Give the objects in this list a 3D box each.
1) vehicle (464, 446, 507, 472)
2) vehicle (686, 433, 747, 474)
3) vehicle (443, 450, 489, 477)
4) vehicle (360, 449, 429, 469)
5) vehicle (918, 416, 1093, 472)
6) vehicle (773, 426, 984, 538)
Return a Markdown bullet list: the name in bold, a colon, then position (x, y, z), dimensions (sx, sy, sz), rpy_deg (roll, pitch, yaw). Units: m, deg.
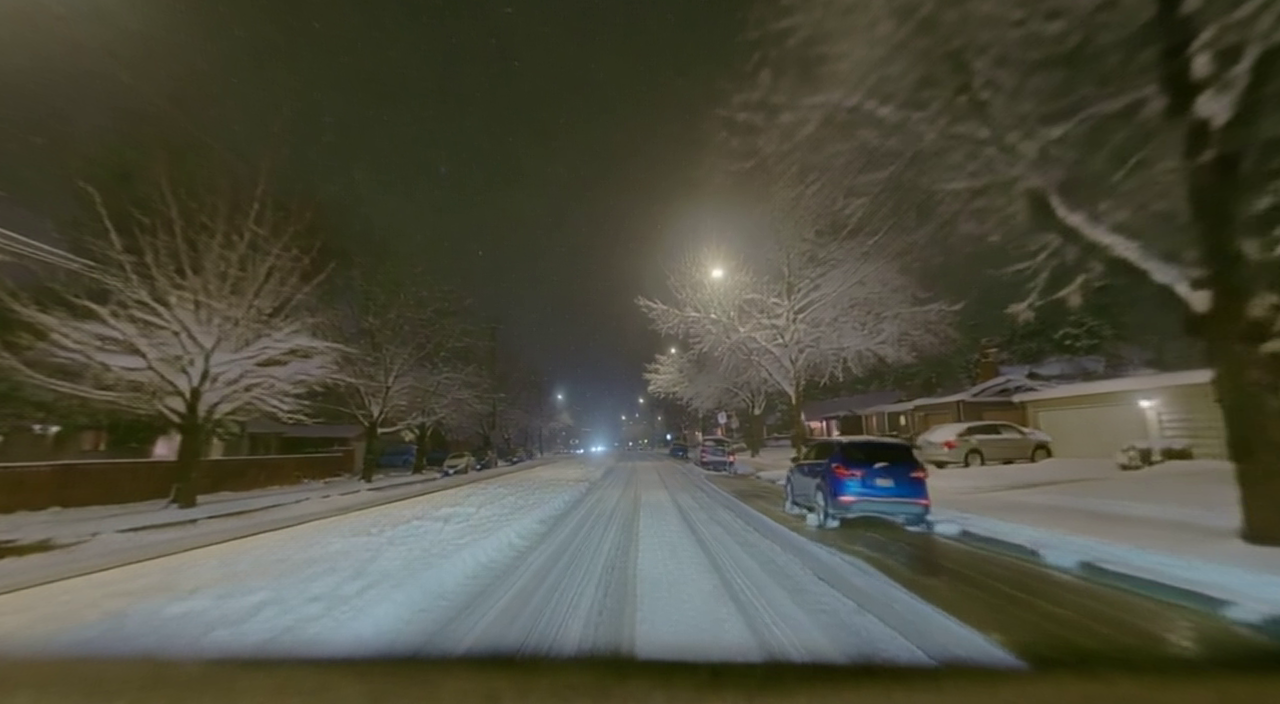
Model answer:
- **vehicle**: position (-11.044, 7.644, 45.461), dimensions (1.981, 1.790, 4.682), rpy_deg (0, -8, -1)
- **vehicle**: position (3.862, 5.278, 33.123), dimensions (2.319, 1.938, 5.961), rpy_deg (0, -8, -1)
- **vehicle**: position (-11.063, 7.115, 40.525), dimensions (1.815, 1.532, 4.517), rpy_deg (0, -8, -2)
- **vehicle**: position (-19.268, 8.415, 49.719), dimensions (4.569, 1.498, 2.072), rpy_deg (0, -8, 0)
- **vehicle**: position (12.134, 3.080, 21.194), dimensions (4.660, 1.749, 1.893), rpy_deg (0, -8, -1)
- **vehicle**: position (4.090, 2.302, 11.870), dimensions (2.173, 1.656, 4.514), rpy_deg (0, -8, -1)
